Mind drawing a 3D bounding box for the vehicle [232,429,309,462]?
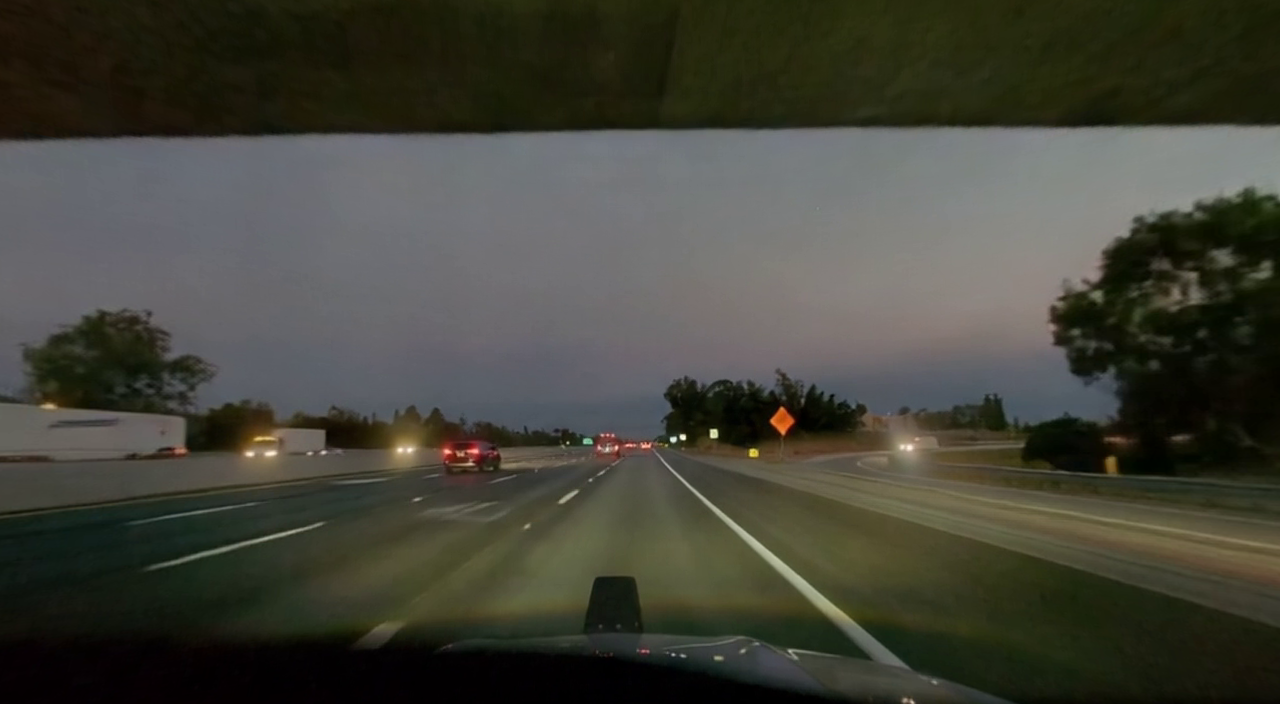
[{"bbox_3d":[-25.775,6.542,44.129,2.351,2.192,4.592,0,-8,3],"label":"vehicle"}]

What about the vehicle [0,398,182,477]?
[{"bbox_3d":[-29.970,4.127,30.263,2.884,3.515,17.319,0,-8,1],"label":"vehicle"}]

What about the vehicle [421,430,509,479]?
[{"bbox_3d":[-6.969,4.149,25.687,2.103,1.775,4.966,0,-8,0],"label":"vehicle"}]
